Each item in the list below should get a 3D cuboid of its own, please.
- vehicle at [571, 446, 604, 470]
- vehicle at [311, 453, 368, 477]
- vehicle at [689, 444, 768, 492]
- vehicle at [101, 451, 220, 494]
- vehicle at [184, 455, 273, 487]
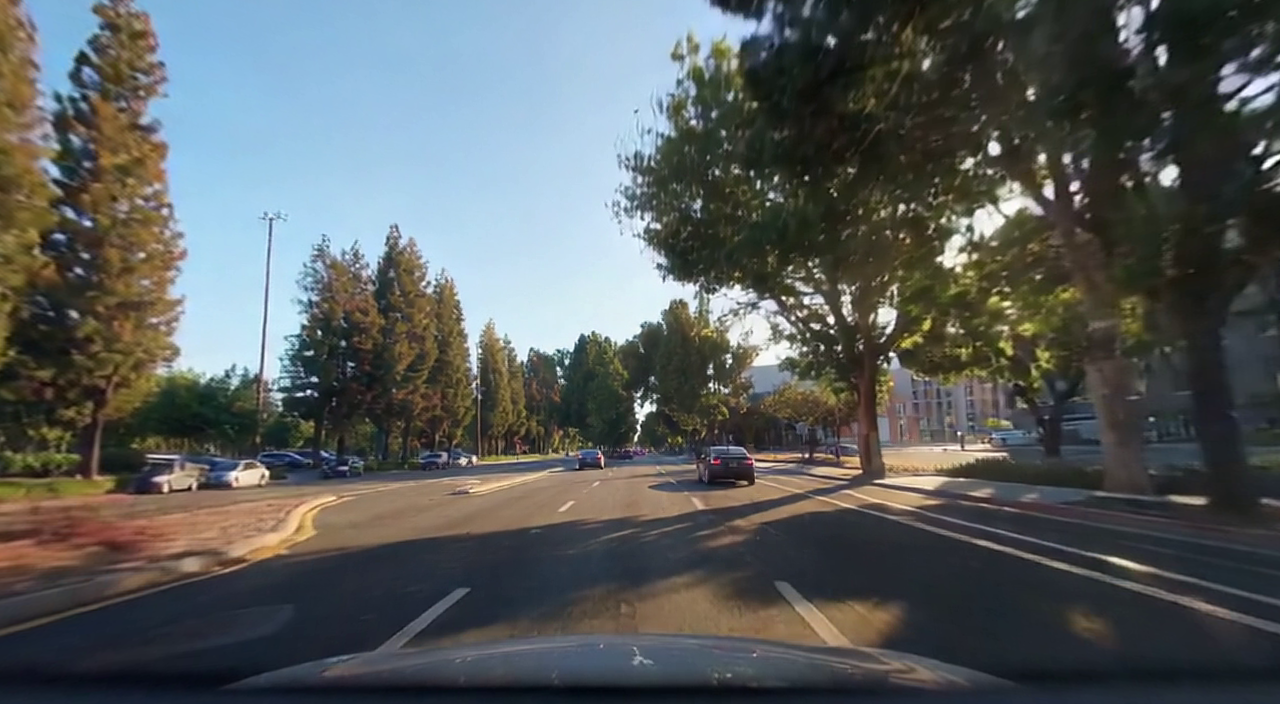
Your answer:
[{"bbox_3d":[-3.665,7.458,44.664,1.935,1.617,4.045,-1,-9,0],"label":"vehicle"},{"bbox_3d":[-22.419,8.431,47.285,1.926,1.681,4.601,-1,-9,1],"label":"vehicle"},{"bbox_3d":[2.934,3.950,21.863,1.966,1.449,4.290,0,-9,-2],"label":"vehicle"},{"bbox_3d":[-22.404,5.594,29.794,1.995,1.801,4.711,0,-9,-2],"label":"vehicle"},{"bbox_3d":[-22.586,6.526,34.907,1.818,1.588,4.708,0,-9,-1],"label":"vehicle"}]
